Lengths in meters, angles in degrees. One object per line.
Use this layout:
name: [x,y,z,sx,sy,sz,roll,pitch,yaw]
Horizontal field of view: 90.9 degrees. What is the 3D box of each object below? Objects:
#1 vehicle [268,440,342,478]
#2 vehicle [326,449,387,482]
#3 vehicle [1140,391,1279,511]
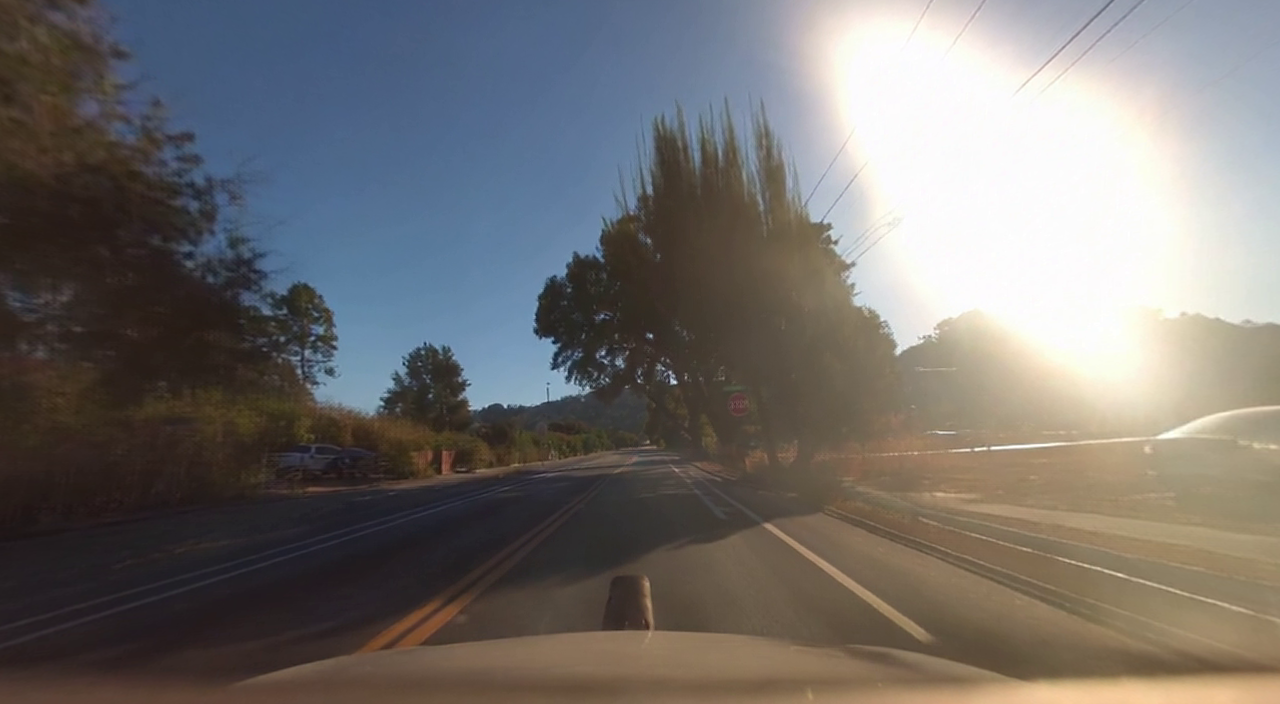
vehicle: [-17.729,5.714,33.594,1.849,1.831,3.980,-1,-10,-2]
vehicle: [-14.546,5.808,32.536,1.739,1.539,3.548,0,-8,-5]
vehicle: [11.187,1.706,11.030,4.013,1.786,1.987,3,-9,-23]
